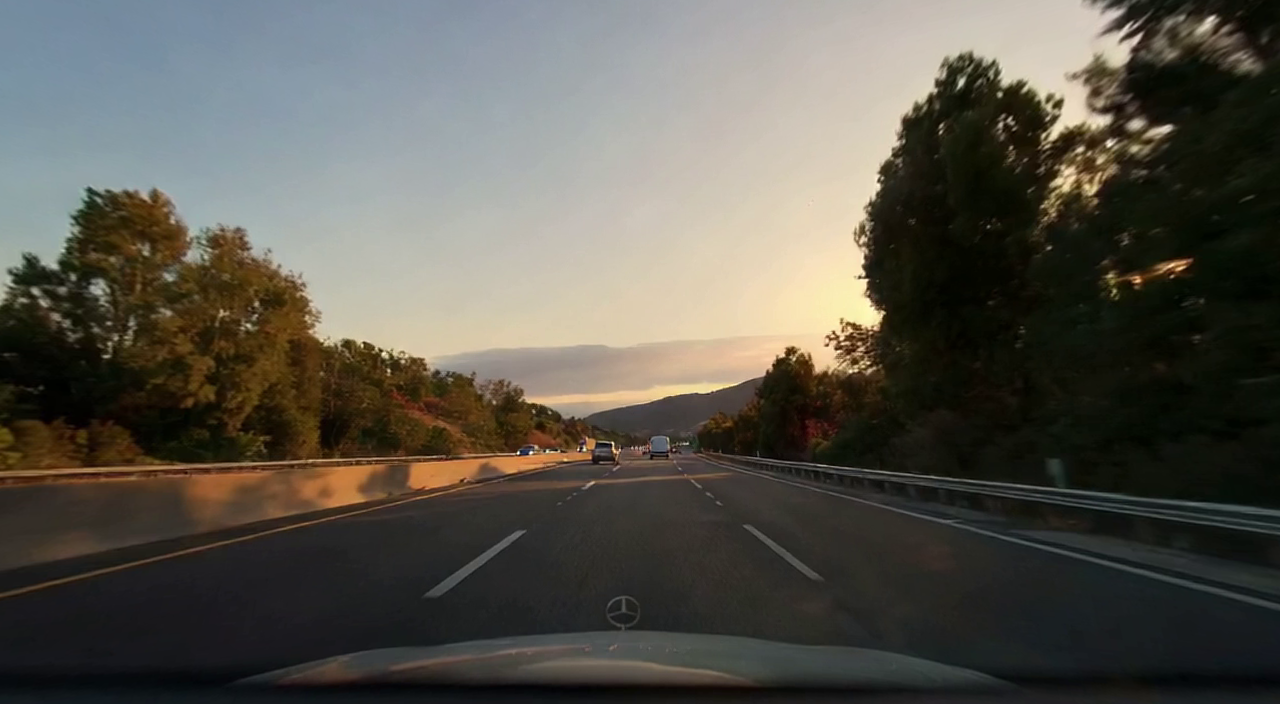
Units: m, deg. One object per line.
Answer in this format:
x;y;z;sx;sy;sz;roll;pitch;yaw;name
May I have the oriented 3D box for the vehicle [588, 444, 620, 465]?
-2.713;7.888;48.711;2.113;1.559;4.166;0;-9;2;vehicle
